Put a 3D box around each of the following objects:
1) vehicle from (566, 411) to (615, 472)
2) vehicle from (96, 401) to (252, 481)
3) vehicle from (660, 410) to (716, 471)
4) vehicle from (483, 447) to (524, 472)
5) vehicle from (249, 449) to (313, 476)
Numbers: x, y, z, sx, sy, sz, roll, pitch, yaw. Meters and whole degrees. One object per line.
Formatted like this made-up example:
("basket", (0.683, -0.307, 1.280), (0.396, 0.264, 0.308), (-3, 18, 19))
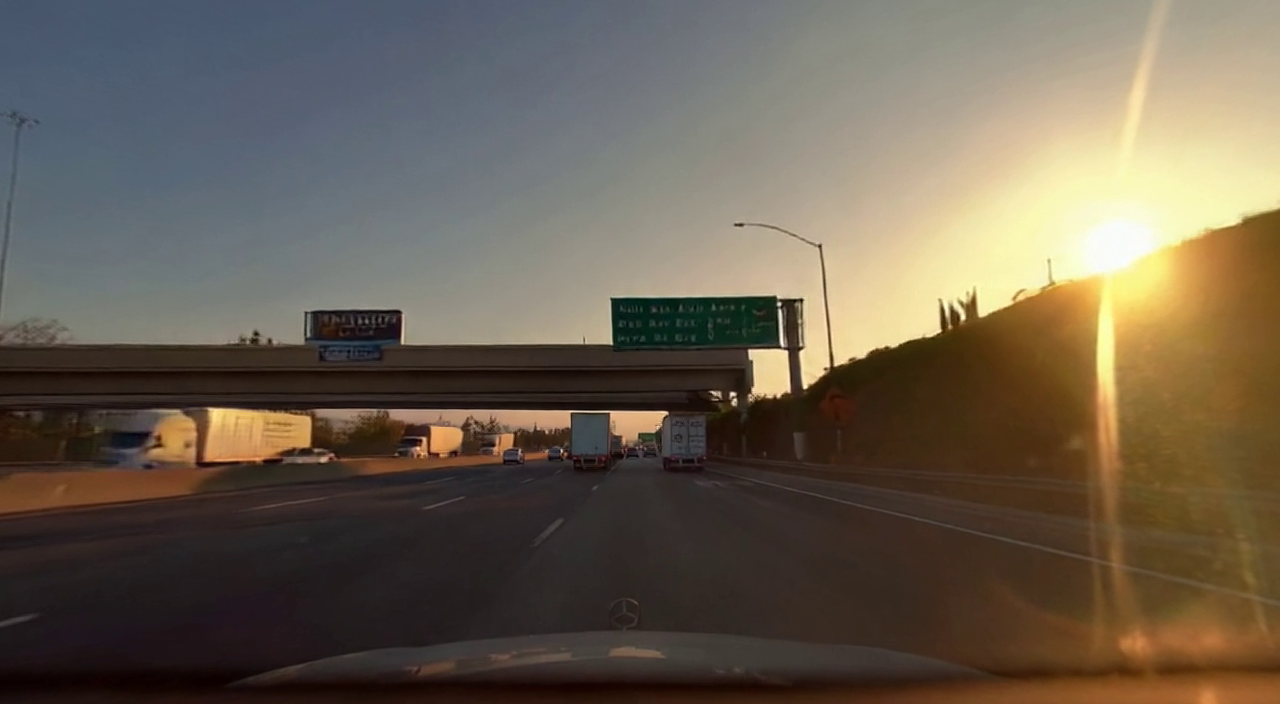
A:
("vehicle", (-3.640, 6.962, 49.688), (2.848, 4.098, 13.421), (1, -8, 0))
("vehicle", (-23.211, 4.553, 32.089), (3.021, 3.620, 6.267), (0, -9, -1))
("vehicle", (3.410, 6.980, 49.924), (2.908, 3.898, 17.275), (2, -8, 0))
("vehicle", (-9.584, 7.588, 44.770), (2.132, 1.679, 4.045), (0, -9, -2))
("vehicle", (-19.350, 5.945, 34.240), (1.473, 1.361, 3.328), (0, -9, 1))
